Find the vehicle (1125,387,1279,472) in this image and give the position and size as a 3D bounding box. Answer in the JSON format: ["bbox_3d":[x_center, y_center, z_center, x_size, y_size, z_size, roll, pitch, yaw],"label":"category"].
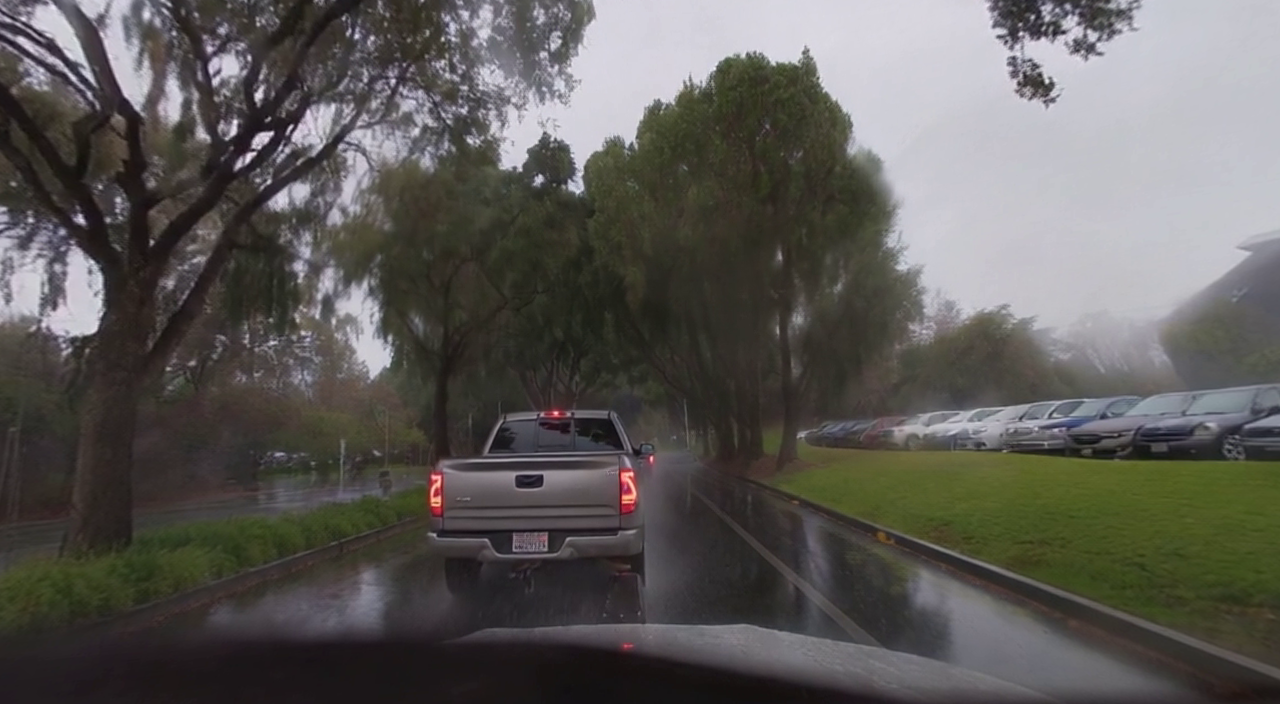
[{"bbox_3d":[11.879,1.408,11.552,4.298,1.392,1.944,-1,-8,2],"label":"vehicle"}]

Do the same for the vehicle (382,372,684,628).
[{"bbox_3d":[-0.686,1.422,7.107,2.157,1.816,5.039,0,-8,2],"label":"vehicle"}]
